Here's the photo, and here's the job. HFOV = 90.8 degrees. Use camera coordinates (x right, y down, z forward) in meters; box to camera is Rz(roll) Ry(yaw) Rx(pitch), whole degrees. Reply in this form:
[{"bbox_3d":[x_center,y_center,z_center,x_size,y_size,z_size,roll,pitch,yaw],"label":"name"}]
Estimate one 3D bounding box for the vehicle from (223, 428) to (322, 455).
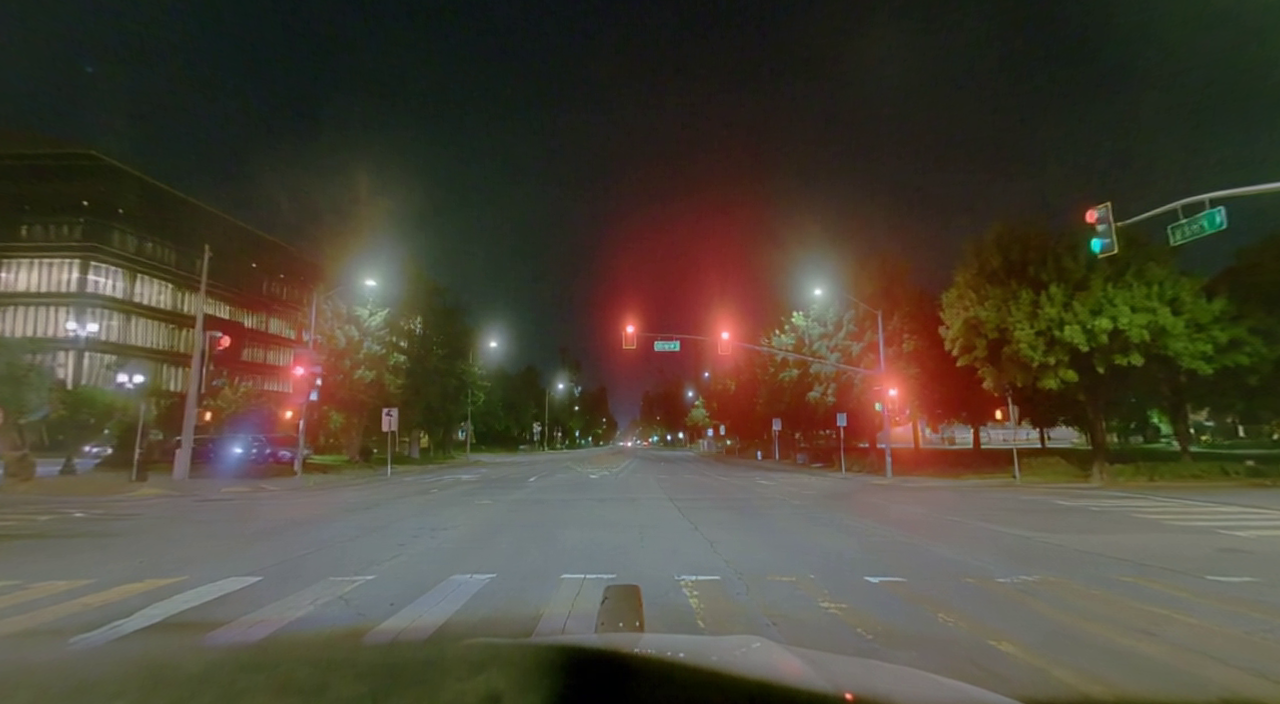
[{"bbox_3d":[-22.402,5.515,38.708,4.765,1.593,1.891,1,-9,-8],"label":"vehicle"}]
